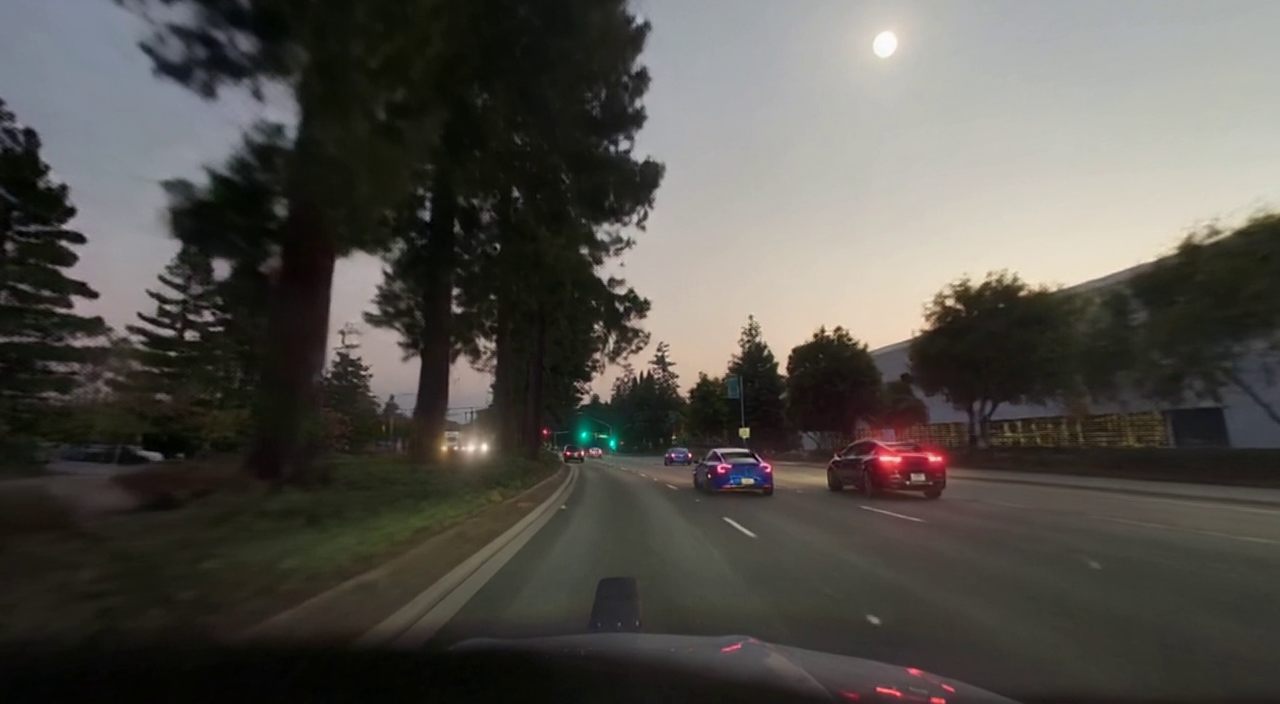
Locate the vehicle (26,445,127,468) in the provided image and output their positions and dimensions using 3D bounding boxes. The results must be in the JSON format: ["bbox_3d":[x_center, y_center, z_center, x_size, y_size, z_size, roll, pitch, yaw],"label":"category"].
[{"bbox_3d":[-37.608,6.981,42.271,4.708,1.480,1.935,1,-9,-6],"label":"vehicle"}]

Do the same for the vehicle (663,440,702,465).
[{"bbox_3d":[2.969,7.125,44.837,1.931,1.685,4.054,1,-9,-9],"label":"vehicle"}]

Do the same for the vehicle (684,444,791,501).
[{"bbox_3d":[2.517,3.241,17.540,1.990,1.347,4.388,0,-8,-4],"label":"vehicle"}]

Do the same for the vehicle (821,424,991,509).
[{"bbox_3d":[6.123,2.684,15.257,1.987,1.730,4.373,0,-8,-3],"label":"vehicle"}]
